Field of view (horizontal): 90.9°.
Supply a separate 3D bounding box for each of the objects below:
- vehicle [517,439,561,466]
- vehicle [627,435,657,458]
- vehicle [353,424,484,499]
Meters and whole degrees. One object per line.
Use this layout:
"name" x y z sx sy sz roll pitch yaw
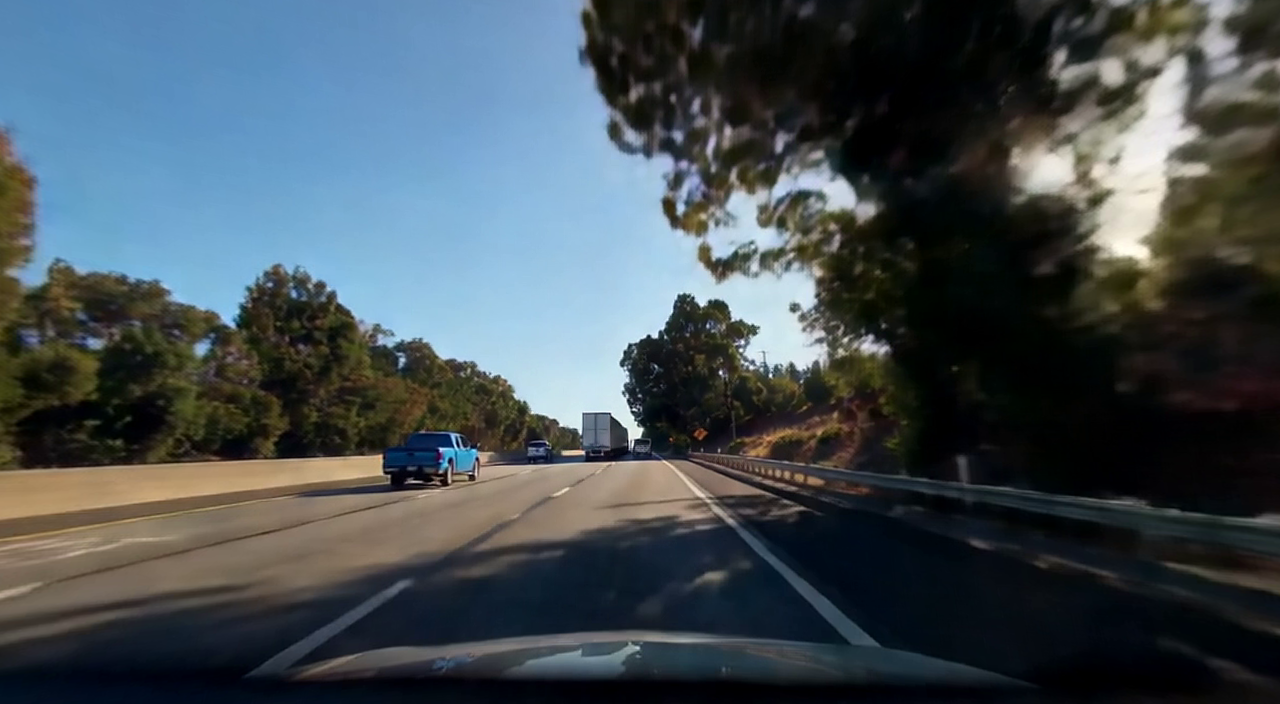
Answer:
"vehicle" -7.262 7.291 45.978 2.258 1.785 5.318 0 -8 1
"vehicle" 0.134 7.072 47.044 2.072 1.630 4.529 0 -8 0
"vehicle" -6.193 3.107 18.346 2.149 1.884 4.627 0 -8 -1
